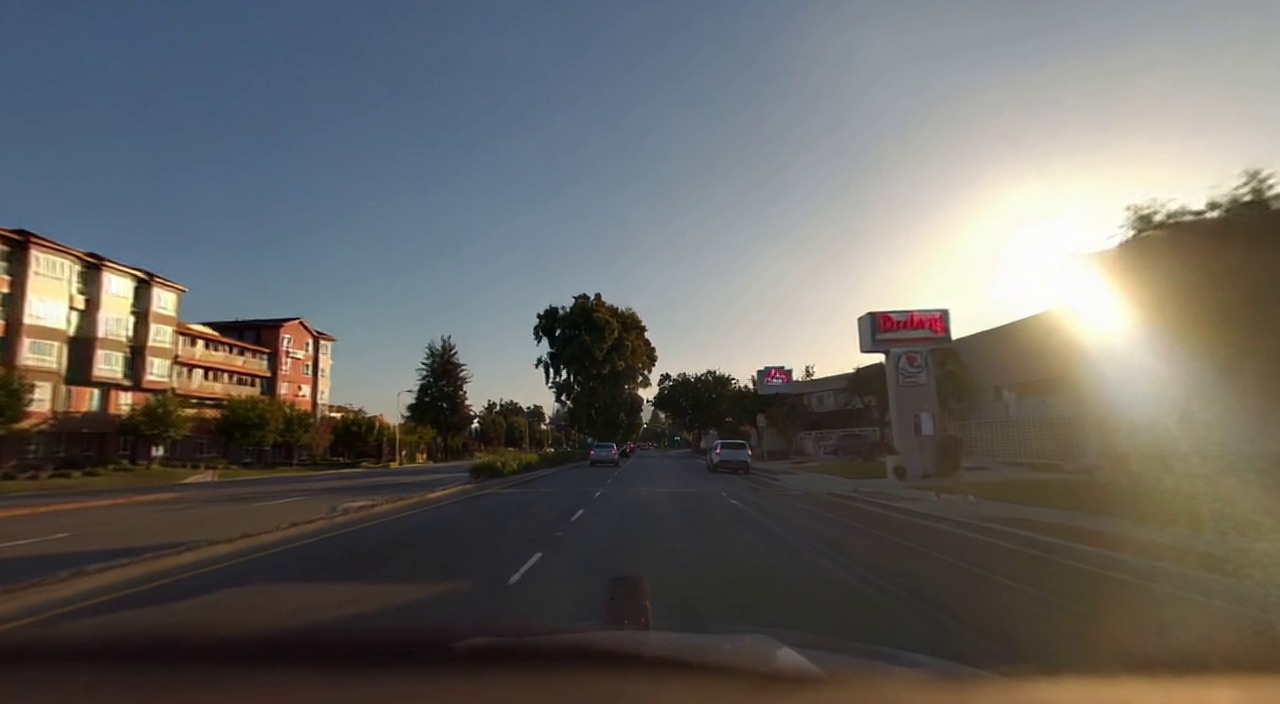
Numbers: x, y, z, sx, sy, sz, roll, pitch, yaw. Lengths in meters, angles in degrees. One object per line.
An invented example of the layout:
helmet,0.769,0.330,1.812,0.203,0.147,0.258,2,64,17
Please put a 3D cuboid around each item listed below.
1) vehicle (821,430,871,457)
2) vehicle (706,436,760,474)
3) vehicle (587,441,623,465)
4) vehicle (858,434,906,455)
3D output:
vehicle,15.061,6.725,46.327,2.202,1.822,4.978,-1,-8,3
vehicle,4.588,5.134,31.697,2.067,1.755,4.616,0,-8,1
vehicle,-2.353,6.983,43.650,2.176,1.543,4.335,0,-8,1
vehicle,17.850,6.879,46.717,1.953,1.488,4.129,0,-8,1
